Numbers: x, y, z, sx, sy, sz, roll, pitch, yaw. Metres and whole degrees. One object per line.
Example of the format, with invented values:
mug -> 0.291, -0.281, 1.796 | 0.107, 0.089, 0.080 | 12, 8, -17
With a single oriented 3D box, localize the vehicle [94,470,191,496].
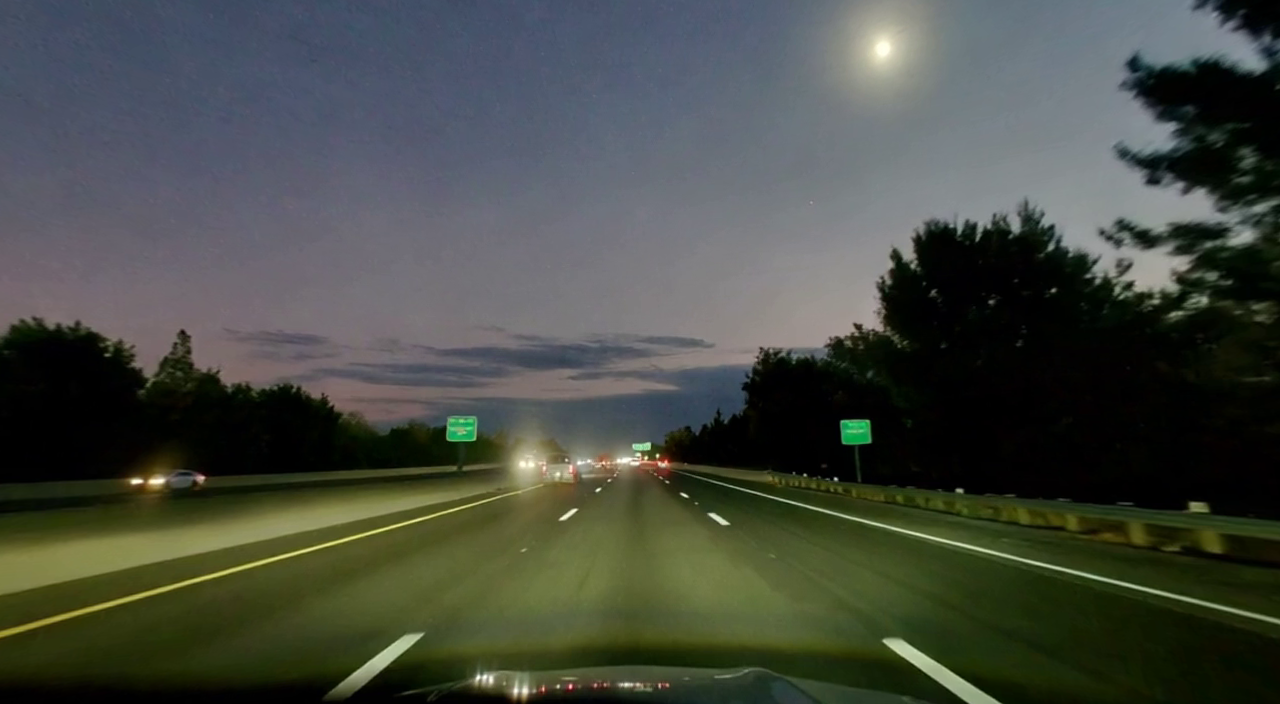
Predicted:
vehicle -> -30.741, 8.108, 39.099 | 1.771, 1.457, 4.492 | -1, -11, 11

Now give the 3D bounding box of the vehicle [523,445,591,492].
vehicle -> -3.572, 5.182, 28.080 | 2.390, 1.879, 4.423 | 1, -10, 1
